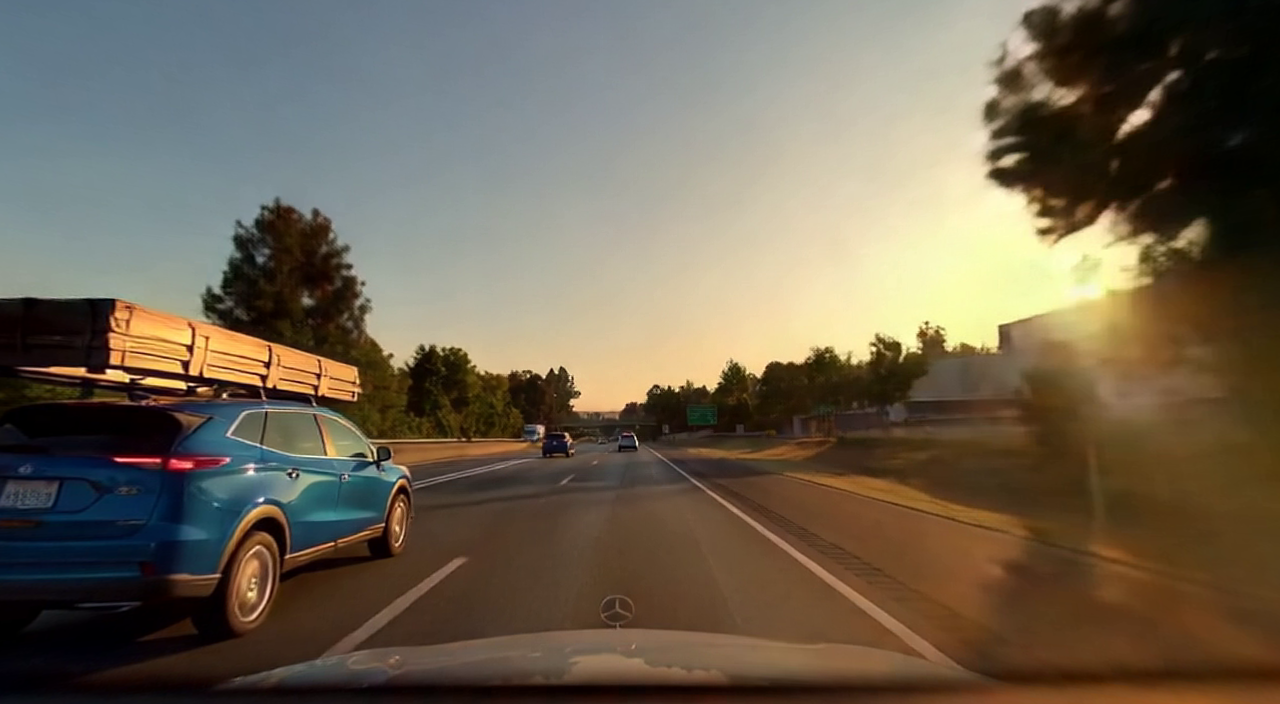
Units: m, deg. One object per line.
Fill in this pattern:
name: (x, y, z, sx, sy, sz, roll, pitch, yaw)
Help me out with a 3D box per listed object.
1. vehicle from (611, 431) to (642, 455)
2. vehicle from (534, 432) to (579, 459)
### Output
vehicle: (-0.949, 6.612, 45.876, 2.151, 1.618, 3.898, 0, -8, -1)
vehicle: (-5.081, 5.732, 38.903, 2.189, 1.580, 4.607, 0, -8, -1)
